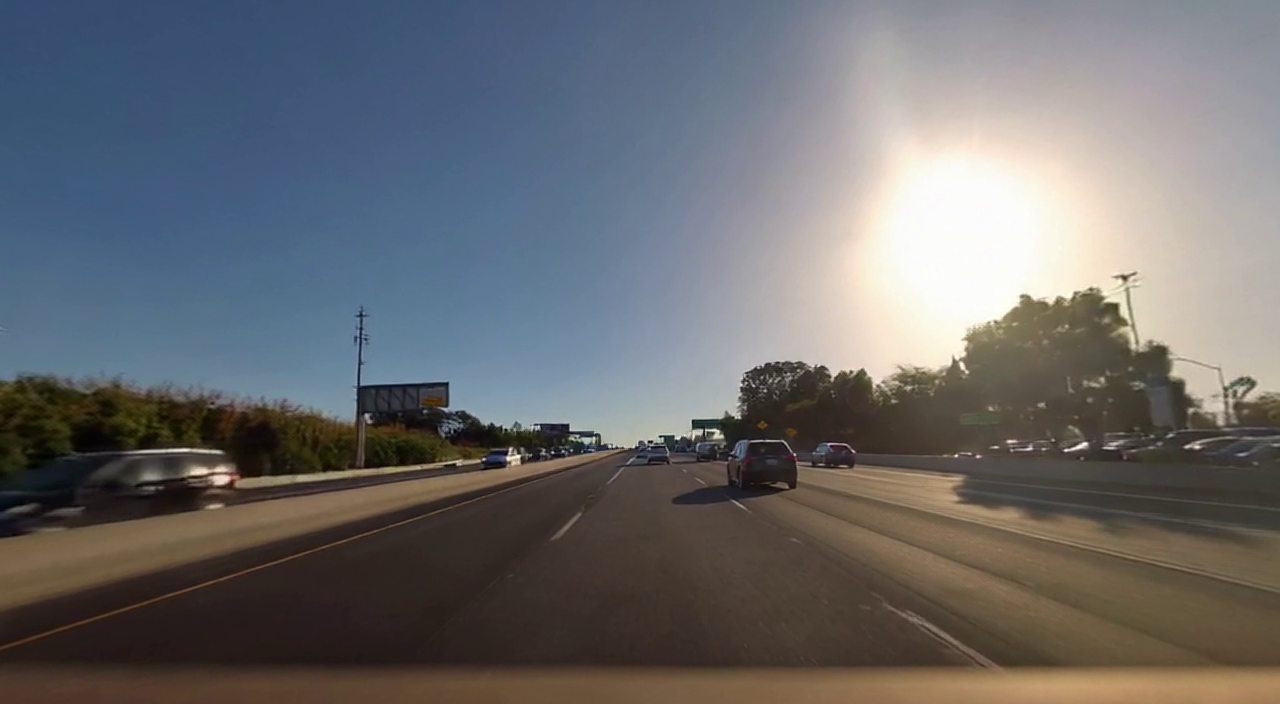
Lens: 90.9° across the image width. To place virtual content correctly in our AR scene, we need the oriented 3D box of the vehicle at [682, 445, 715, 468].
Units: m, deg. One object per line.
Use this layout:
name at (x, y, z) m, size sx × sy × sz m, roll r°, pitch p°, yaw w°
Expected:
vehicle at (4.175, 7.486, 45.473) m, size 1.902 × 1.532 × 4.181 m, roll 0°, pitch -8°, yaw -1°

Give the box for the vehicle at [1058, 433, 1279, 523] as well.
vehicle at (11.520, 2.527, 13.357) m, size 1.941 × 1.539 × 4.834 m, roll 0°, pitch -8°, yaw -1°

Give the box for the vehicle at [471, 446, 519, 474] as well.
vehicle at (-9.653, 7.239, 42.446) m, size 2.075 × 1.703 × 4.506 m, roll -1°, pitch -8°, yaw 1°

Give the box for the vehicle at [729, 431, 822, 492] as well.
vehicle at (4.497, 3.705, 21.793) m, size 2.075 × 1.845 × 4.667 m, roll 0°, pitch -8°, yaw -1°

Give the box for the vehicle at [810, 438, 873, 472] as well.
vehicle at (11.395, 5.839, 36.032) m, size 2.028 × 1.801 × 4.503 m, roll 0°, pitch -8°, yaw -1°

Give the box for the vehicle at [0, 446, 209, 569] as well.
vehicle at (-10.129, 2.521, 10.970) m, size 2.065 × 1.709 × 4.466 m, roll -1°, pitch -8°, yaw 1°

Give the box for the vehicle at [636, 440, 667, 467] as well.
vehicle at (0.809, 7.354, 45.768) m, size 2.145 × 1.832 × 4.004 m, roll 0°, pitch -8°, yaw 0°
